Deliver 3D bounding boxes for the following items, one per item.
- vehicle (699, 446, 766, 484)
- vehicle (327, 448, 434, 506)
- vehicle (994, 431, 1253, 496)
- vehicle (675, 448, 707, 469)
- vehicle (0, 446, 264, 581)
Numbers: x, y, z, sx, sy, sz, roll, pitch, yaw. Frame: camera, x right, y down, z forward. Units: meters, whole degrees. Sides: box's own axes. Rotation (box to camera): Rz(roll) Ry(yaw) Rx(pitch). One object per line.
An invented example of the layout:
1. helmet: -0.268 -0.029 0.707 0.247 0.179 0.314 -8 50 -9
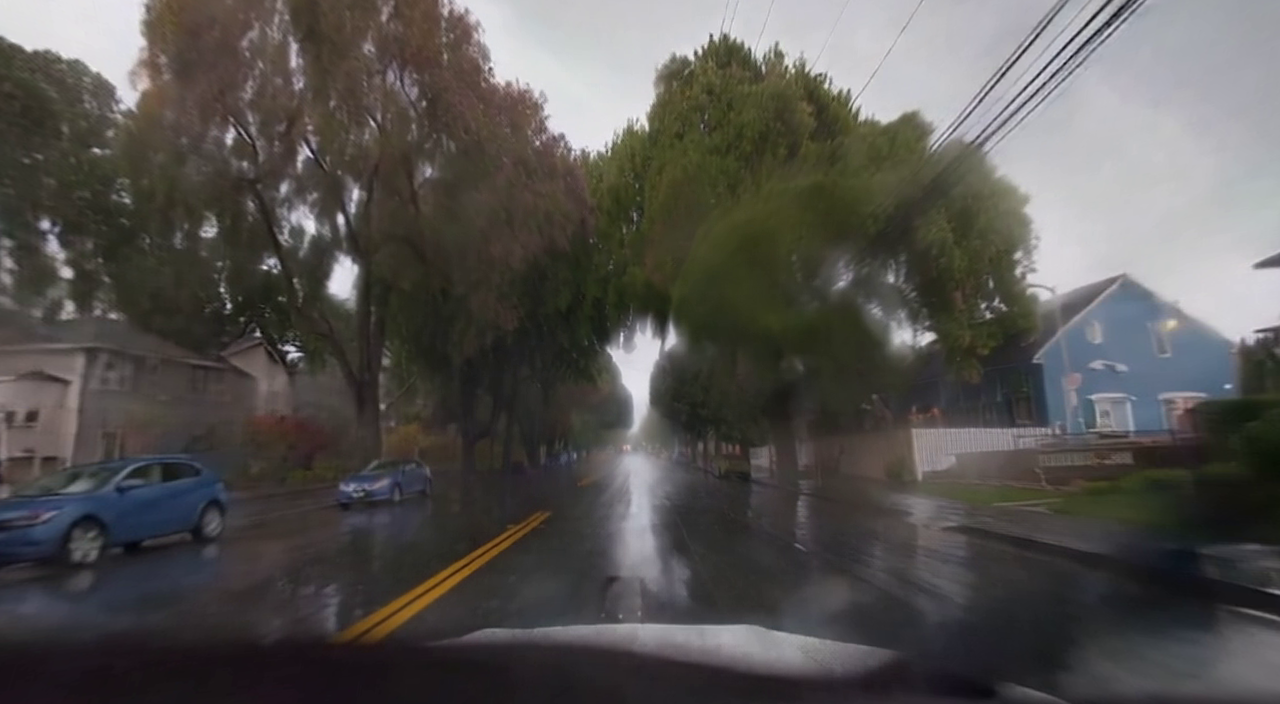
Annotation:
1. vehicle: 4.153 5.131 29.040 2.052 1.476 4.438 -2 -8 -5
2. vehicle: -8.822 4.239 21.935 1.970 1.785 4.274 0 -8 -2
3. vehicle: 11.799 2.744 15.715 4.716 1.480 2.023 0 -8 1
4. vehicle: 3.826 8.081 47.990 2.031 1.470 4.470 0 -8 -1
5. vehicle: -8.583 2.443 10.483 1.913 1.723 4.318 0 -8 1
